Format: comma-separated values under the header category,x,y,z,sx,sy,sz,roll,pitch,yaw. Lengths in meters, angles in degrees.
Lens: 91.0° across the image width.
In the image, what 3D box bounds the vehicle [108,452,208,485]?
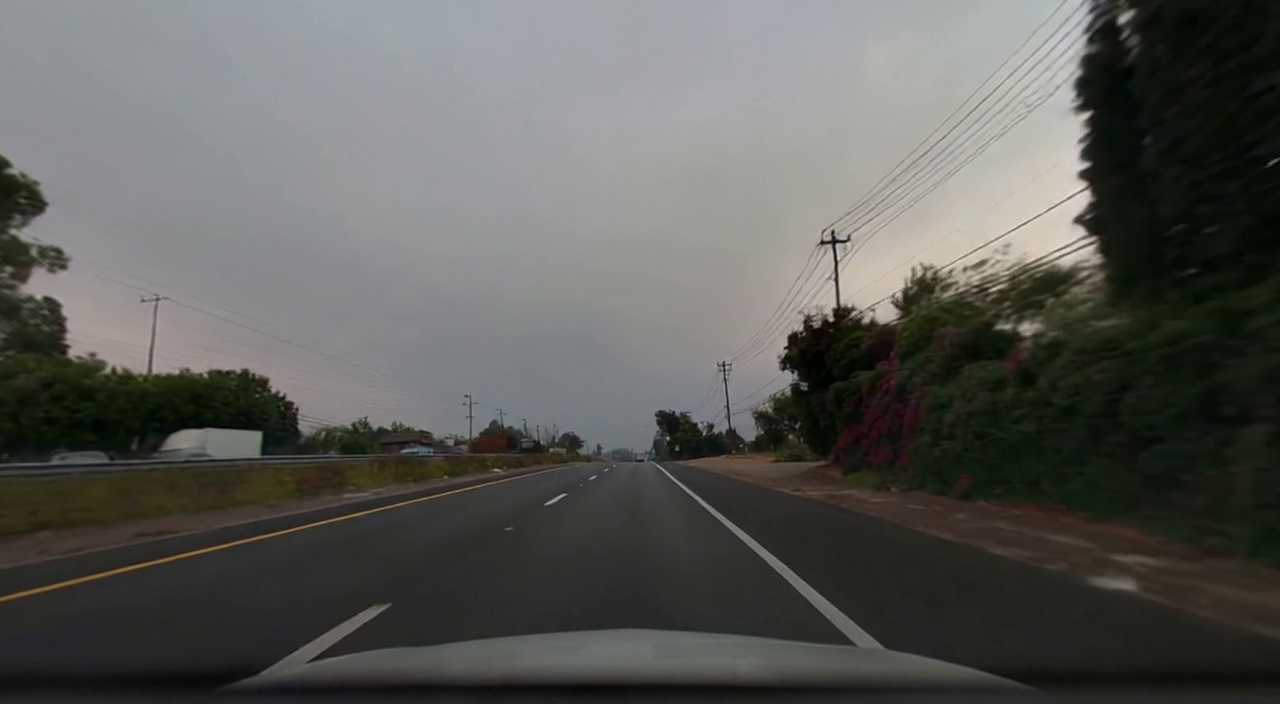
category,x,y,z,sx,sy,sz,roll,pitch,yaw
vehicle,-26.711,6.451,35.128,1.985,1.659,4.578,0,-9,0
